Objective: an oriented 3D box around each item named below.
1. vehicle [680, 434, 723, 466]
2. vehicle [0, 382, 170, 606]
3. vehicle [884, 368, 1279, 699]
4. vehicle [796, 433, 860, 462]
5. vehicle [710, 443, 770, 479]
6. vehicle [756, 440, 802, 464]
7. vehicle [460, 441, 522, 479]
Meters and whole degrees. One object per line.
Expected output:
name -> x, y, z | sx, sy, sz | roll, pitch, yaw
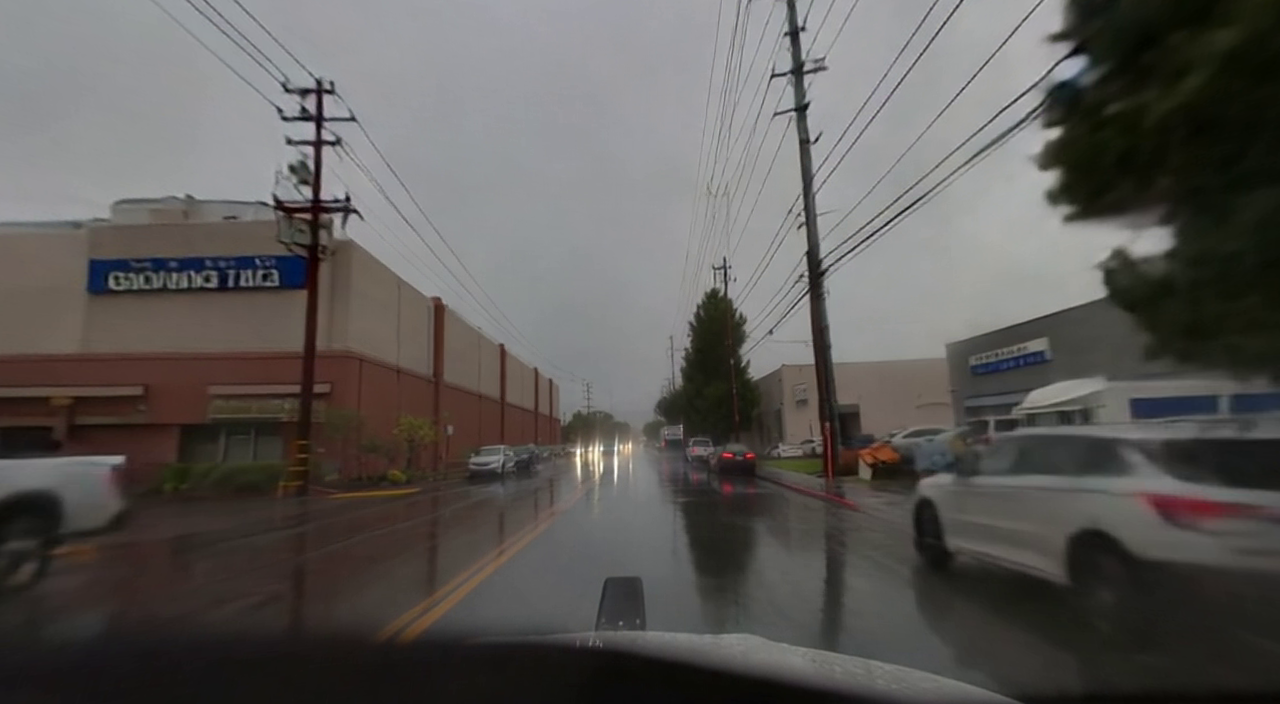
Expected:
vehicle -> 4.021, 6.557, 42.491 | 2.218, 1.956, 5.916 | 0, -8, -1
vehicle -> -7.547, 1.275, 4.969 | 2.692, 2.152, 6.686 | -2, -8, -1
vehicle -> 4.277, 1.352, 5.988 | 2.087, 1.892, 4.579 | 0, -8, 0
vehicle -> 12.128, 6.213, 41.121 | 1.965, 1.705, 4.677 | 0, -8, -10
vehicle -> 4.393, 4.839, 28.419 | 1.919, 1.453, 4.425 | 0, -8, -1
vehicle -> 8.923, 6.483, 40.947 | 1.798, 1.370, 4.191 | -3, -9, -3
vehicle -> -7.648, 5.560, 32.866 | 2.194, 1.775, 4.482 | 0, -8, -1
